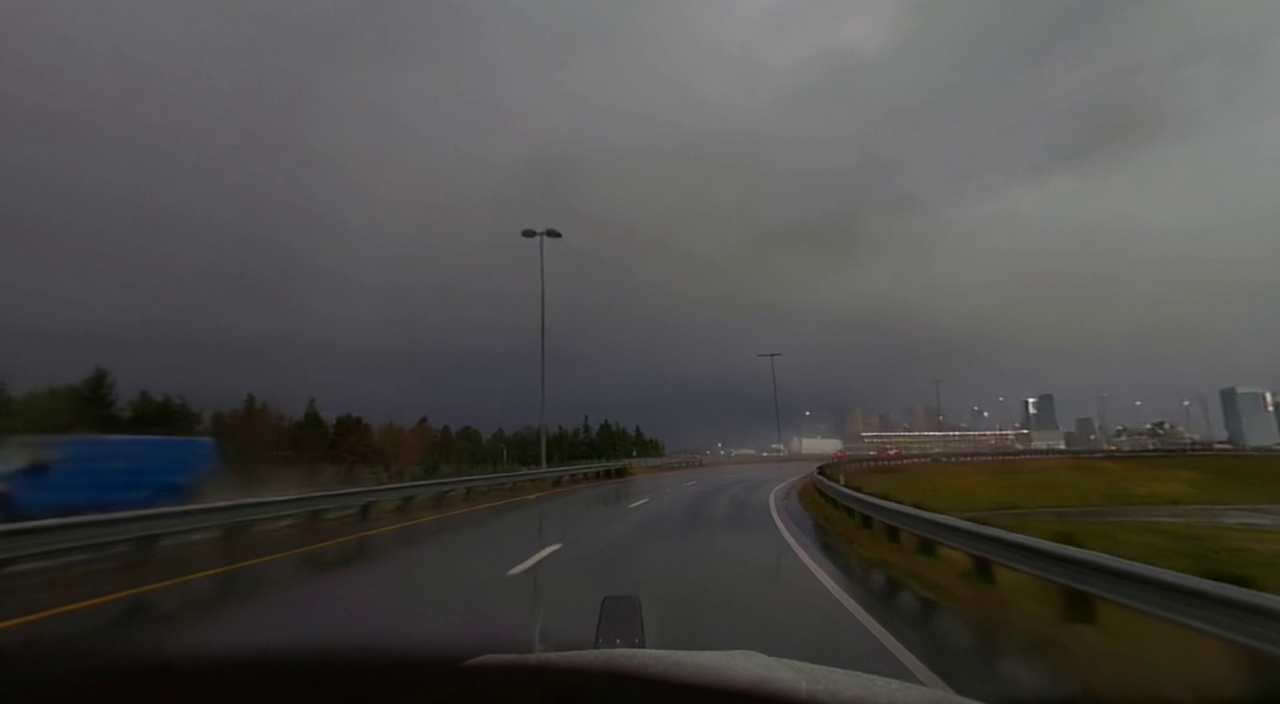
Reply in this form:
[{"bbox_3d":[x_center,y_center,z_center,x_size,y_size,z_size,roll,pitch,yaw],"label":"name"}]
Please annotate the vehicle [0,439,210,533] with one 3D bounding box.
[{"bbox_3d":[-12.424,2.844,13.922,2.009,1.707,4.571,-2,-9,9],"label":"vehicle"}]
